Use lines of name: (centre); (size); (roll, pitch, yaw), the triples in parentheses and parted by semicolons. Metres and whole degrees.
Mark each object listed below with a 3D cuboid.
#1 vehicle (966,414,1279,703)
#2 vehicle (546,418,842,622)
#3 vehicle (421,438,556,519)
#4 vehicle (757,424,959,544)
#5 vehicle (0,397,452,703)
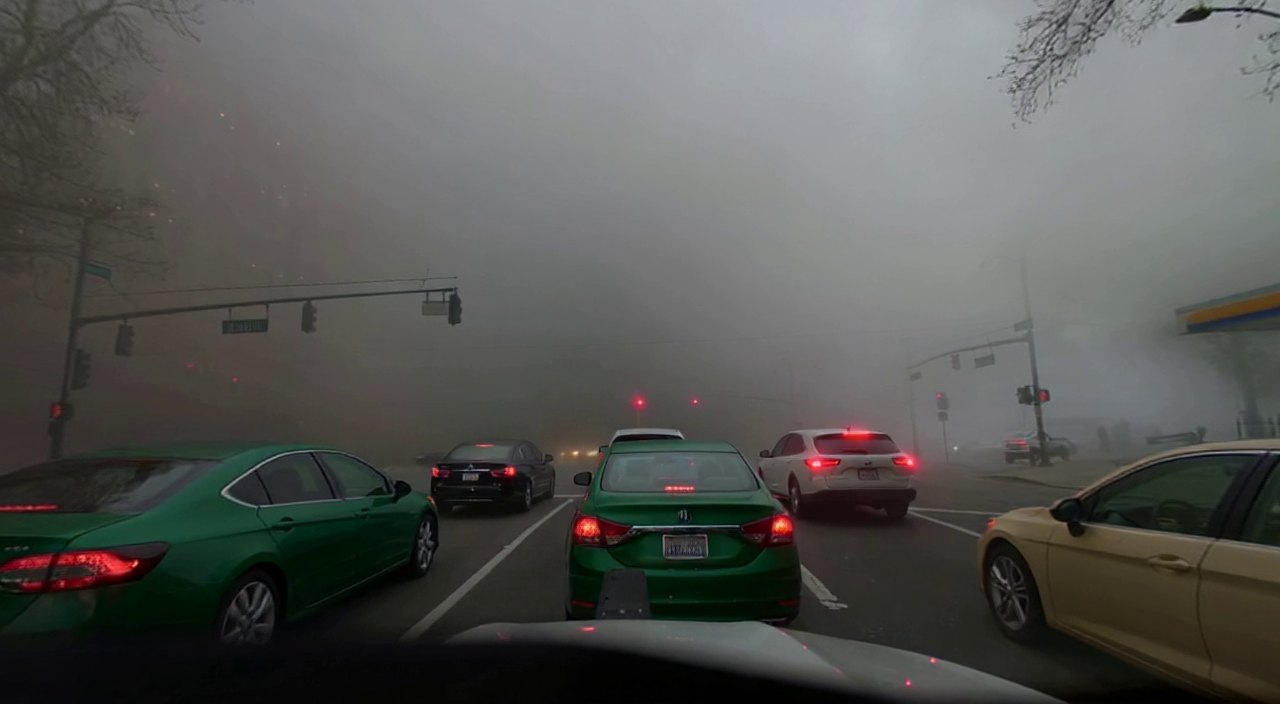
vehicle: (4.187, 1.132, 3.615); (1.950, 1.497, 4.686); (0, -9, -3)
vehicle: (0.344, 1.585, 6.954); (2.220, 1.507, 4.317); (0, -9, -2)
vehicle: (-3.064, 2.647, 13.714); (1.867, 1.474, 4.237); (0, -9, 0)
vehicle: (3.398, 2.129, 10.795); (1.947, 1.630, 4.127); (0, -9, 0)
vehicle: (-3.000, 1.249, 4.623); (1.887, 1.493, 4.255); (0, -9, 1)
